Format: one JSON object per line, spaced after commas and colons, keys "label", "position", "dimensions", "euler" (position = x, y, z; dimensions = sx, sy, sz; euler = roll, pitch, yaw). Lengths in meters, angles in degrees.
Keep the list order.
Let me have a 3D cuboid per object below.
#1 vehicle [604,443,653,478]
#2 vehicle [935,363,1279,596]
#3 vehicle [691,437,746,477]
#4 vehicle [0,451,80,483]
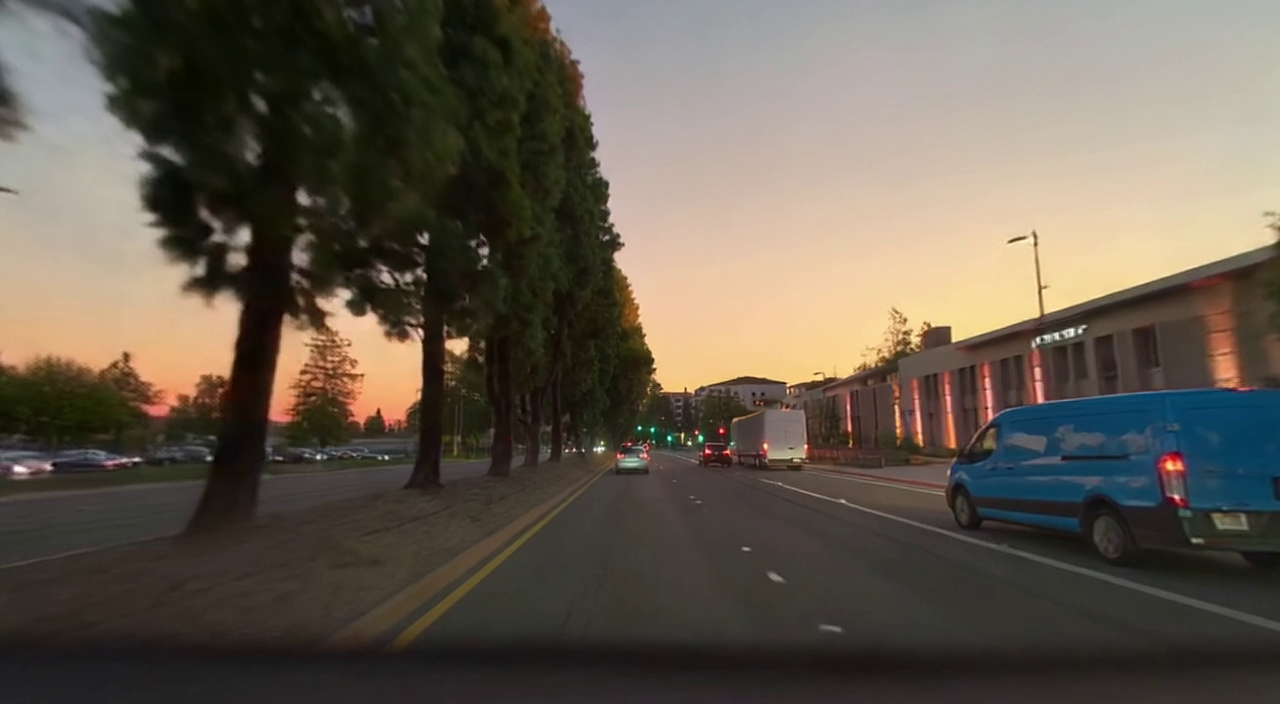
{"label": "vehicle", "position": [-0.505, 4.913, 28.926], "dimensions": [2.095, 1.456, 3.873], "euler": [0, -8, -1]}
{"label": "vehicle", "position": [6.718, 1.564, 8.662], "dimensions": [2.573, 2.127, 5.568], "euler": [0, -8, -1]}
{"label": "vehicle", "position": [3.603, 4.907, 29.808], "dimensions": [2.047, 1.711, 4.265], "euler": [0, -8, 0]}
{"label": "vehicle", "position": [-29.444, 5.410, 29.842], "dimensions": [4.048, 1.412, 1.886], "euler": [0, -8, -2]}
